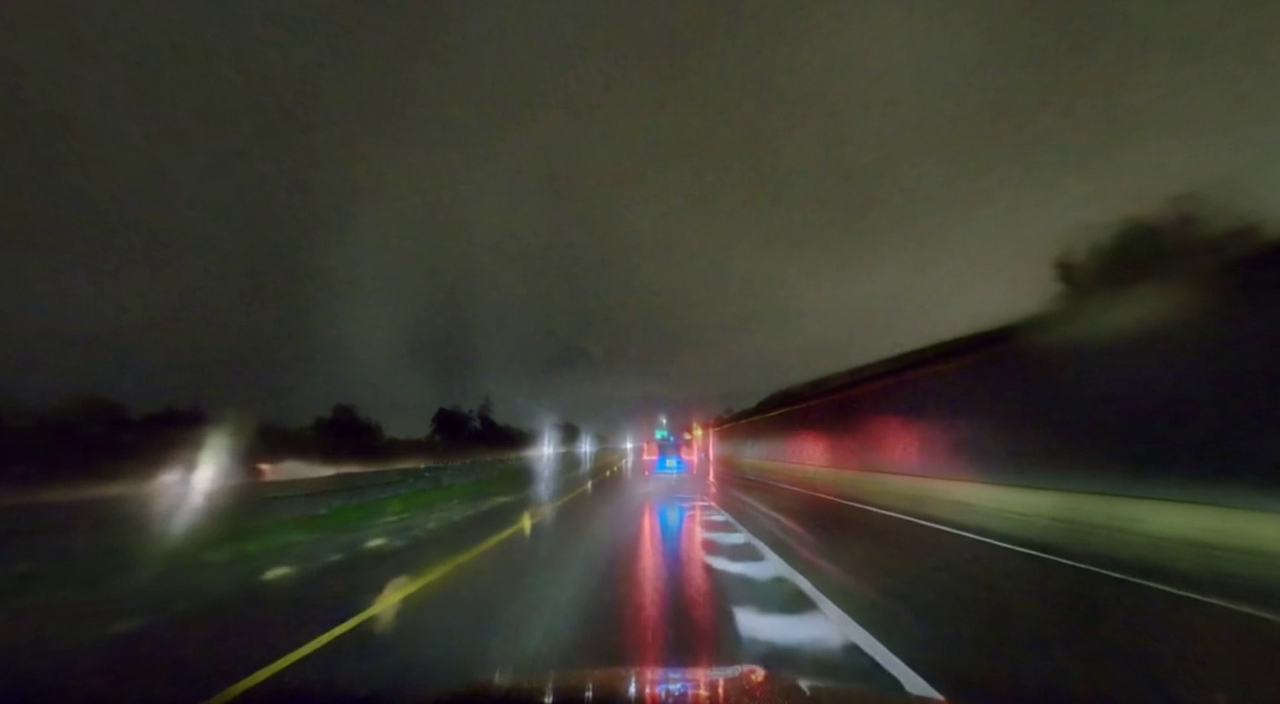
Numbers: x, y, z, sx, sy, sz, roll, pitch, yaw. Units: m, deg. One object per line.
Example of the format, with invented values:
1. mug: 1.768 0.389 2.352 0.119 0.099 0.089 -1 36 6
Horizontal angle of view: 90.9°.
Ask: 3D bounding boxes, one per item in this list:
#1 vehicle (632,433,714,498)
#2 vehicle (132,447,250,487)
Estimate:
1. vehicle: 0.935 3.325 18.874 2.143 1.693 4.513 -1 -9 2
2. vehicle: -21.672 5.533 30.767 2.004 1.711 5.014 -1 -9 1
